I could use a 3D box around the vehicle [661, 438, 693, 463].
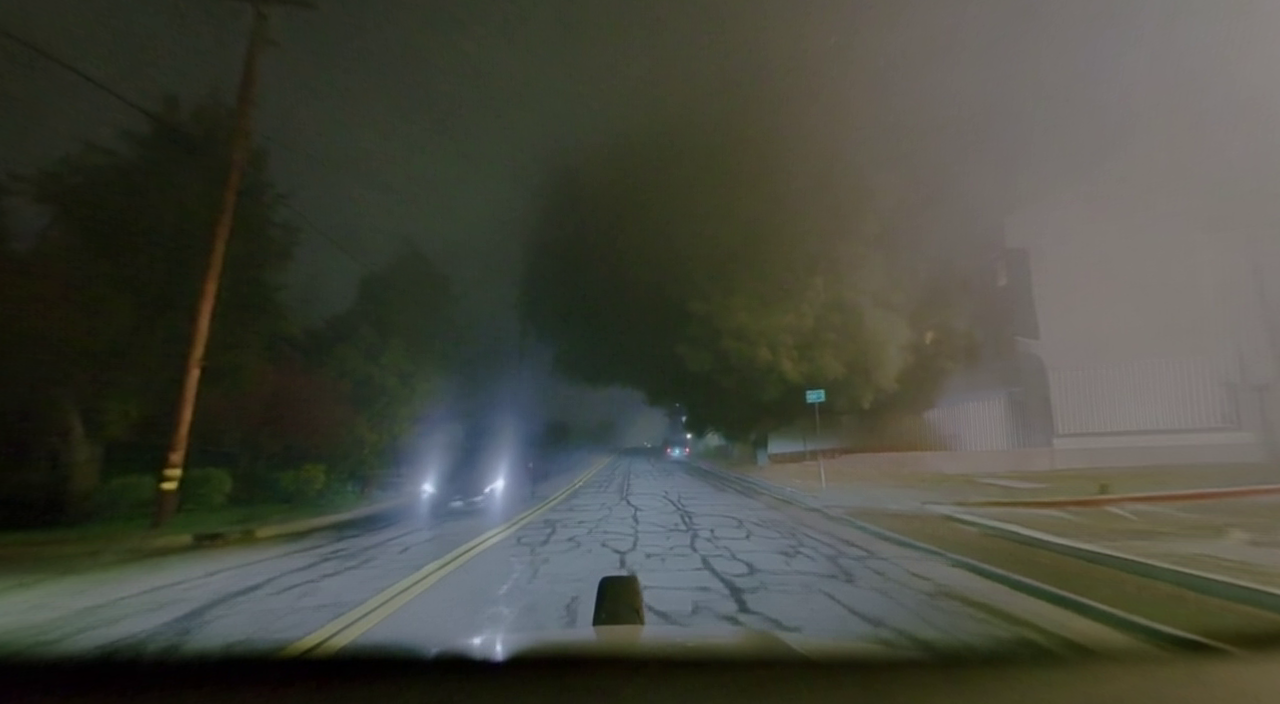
[{"bbox_3d":[2.750,7.412,47.584,2.086,1.726,4.384,0,-9,-1],"label":"vehicle"}]

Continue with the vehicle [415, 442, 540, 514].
[{"bbox_3d":[-3.737,2.956,15.351,1.959,1.473,4.115,0,-9,0],"label":"vehicle"}]
